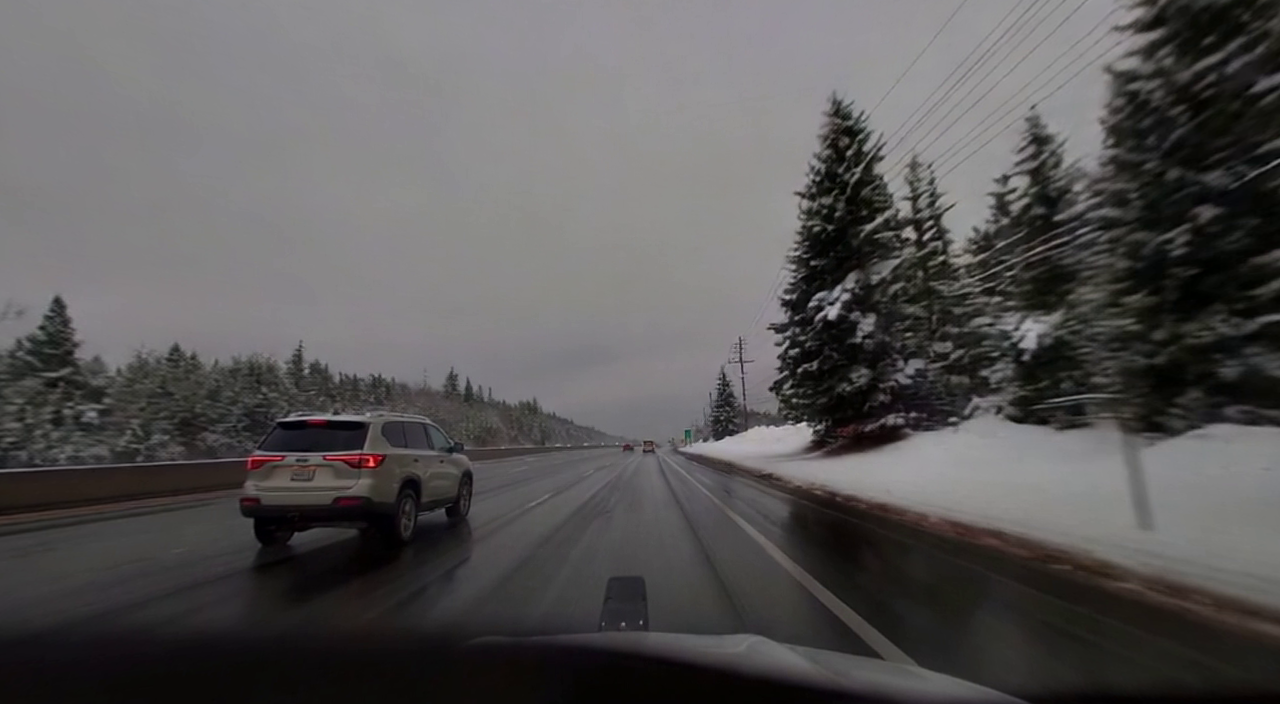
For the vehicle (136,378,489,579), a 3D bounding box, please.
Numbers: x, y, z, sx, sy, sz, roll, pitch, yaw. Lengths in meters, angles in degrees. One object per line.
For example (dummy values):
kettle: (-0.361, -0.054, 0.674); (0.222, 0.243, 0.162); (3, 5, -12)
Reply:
vehicle: (-3.842, 1.606, 8.803); (2.136, 1.975, 5.037); (0, -8, 1)
